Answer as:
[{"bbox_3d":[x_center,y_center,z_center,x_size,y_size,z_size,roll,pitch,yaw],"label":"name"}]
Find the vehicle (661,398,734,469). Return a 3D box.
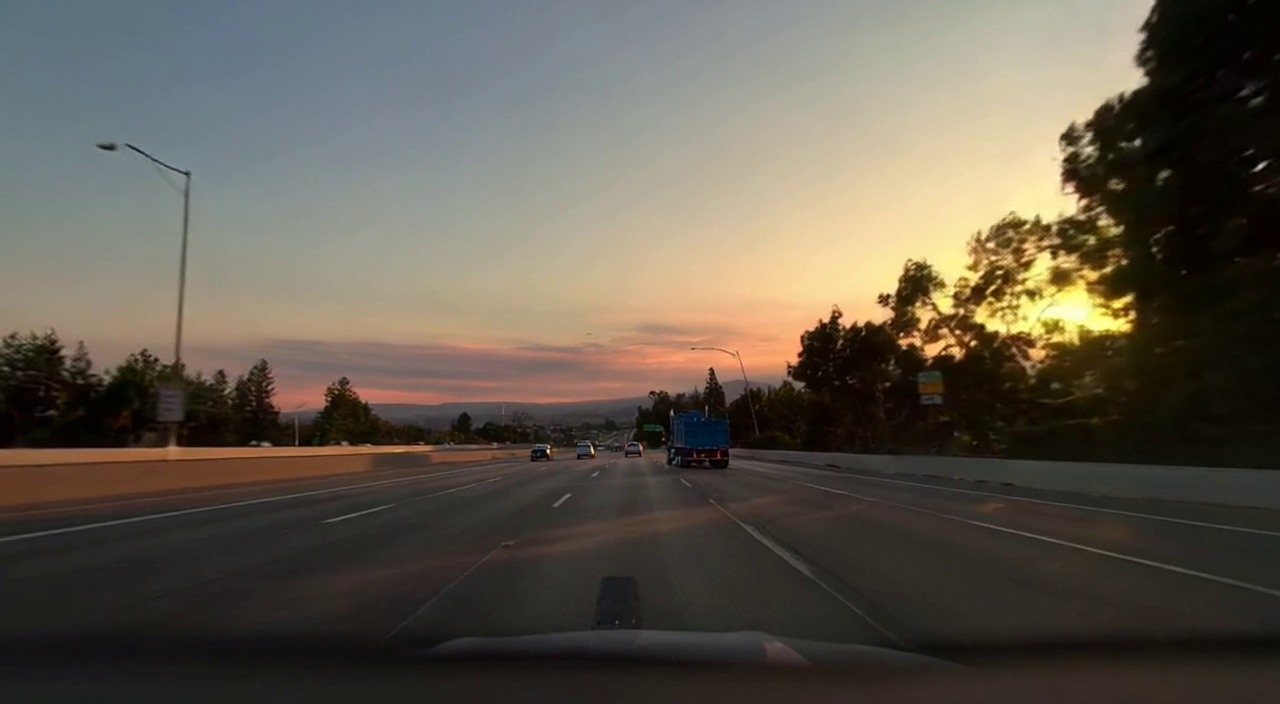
[{"bbox_3d":[3.094,4.938,37.533,2.966,3.586,10.563,0,-9,-2],"label":"vehicle"}]
